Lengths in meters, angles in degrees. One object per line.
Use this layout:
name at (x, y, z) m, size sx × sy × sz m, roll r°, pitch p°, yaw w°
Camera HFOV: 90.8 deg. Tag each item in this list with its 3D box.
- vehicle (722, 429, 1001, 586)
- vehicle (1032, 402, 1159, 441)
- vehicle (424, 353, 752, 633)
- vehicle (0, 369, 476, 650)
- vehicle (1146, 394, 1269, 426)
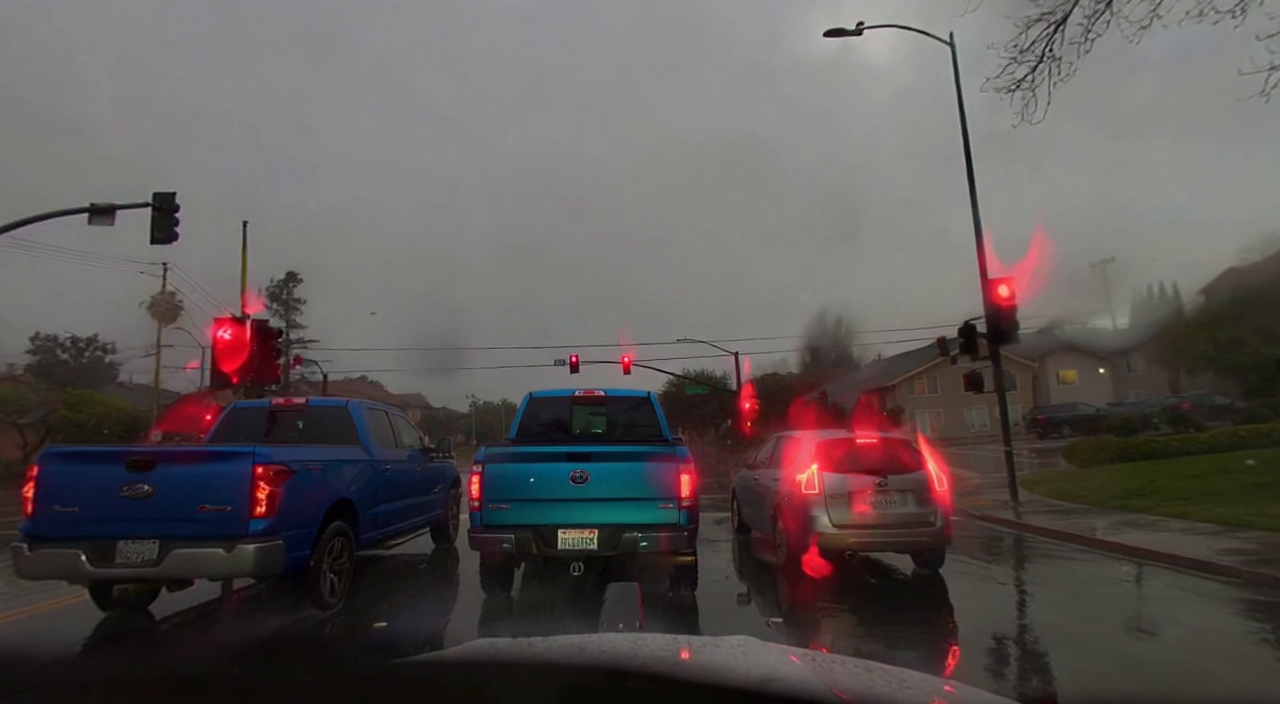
vehicle at (2.411, 1.819, 8.286) m, size 2.016 × 1.481 × 4.336 m, roll 0°, pitch -9°, yaw -1°
vehicle at (23.297, 3.603, 32.472) m, size 4.721 × 1.866 × 2.188 m, roll 0°, pitch -9°, yaw 2°
vehicle at (-0.395, 1.309, 6.733) m, size 2.282 × 1.964 × 4.421 m, roll 0°, pitch -9°, yaw -1°
vehicle at (-3.458, 1.408, 6.784) m, size 2.146 × 1.828 × 5.148 m, roll 0°, pitch -9°, yaw -2°
vehicle at (29.267, 3.034, 32.688) m, size 4.540 × 1.543 × 1.803 m, roll 0°, pitch -9°, yaw 1°
